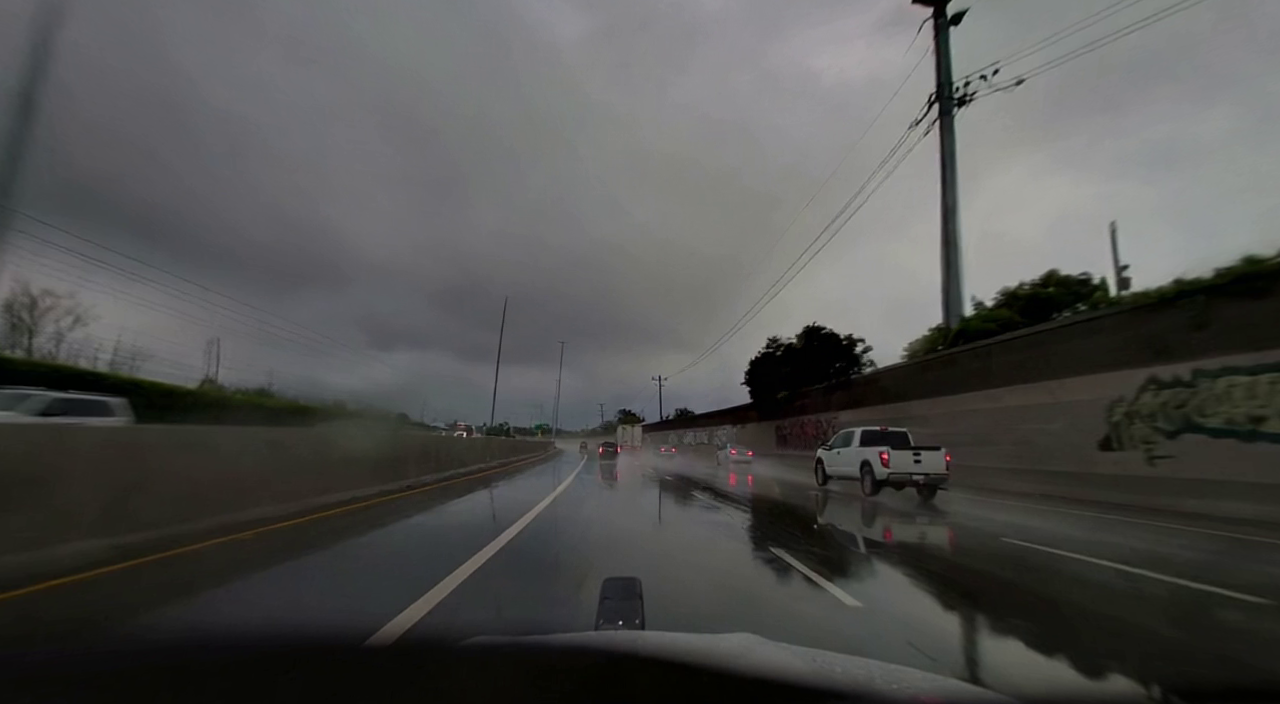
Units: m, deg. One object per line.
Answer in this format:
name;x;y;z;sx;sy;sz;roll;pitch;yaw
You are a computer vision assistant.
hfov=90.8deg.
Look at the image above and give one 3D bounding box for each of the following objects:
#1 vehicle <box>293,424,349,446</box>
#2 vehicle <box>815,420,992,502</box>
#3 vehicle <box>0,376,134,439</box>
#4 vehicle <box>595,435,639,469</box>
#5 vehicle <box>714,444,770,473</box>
vehicle;-22.886;6.001;45.495;1.870;1.492;4.545;0;-9;-4
vehicle;7.091;3.029;17.994;2.325;1.924;5.838;0;-9;-2
vehicle;-10.209;0.864;9.710;1.728;0.864;3.903;0;-9;-2
vehicle;-1.249;5.227;33.088;2.191;1.685;3.353;0;-9;-3
vehicle;5.666;5.967;35.678;2.032;1.525;4.631;1;-9;-5
